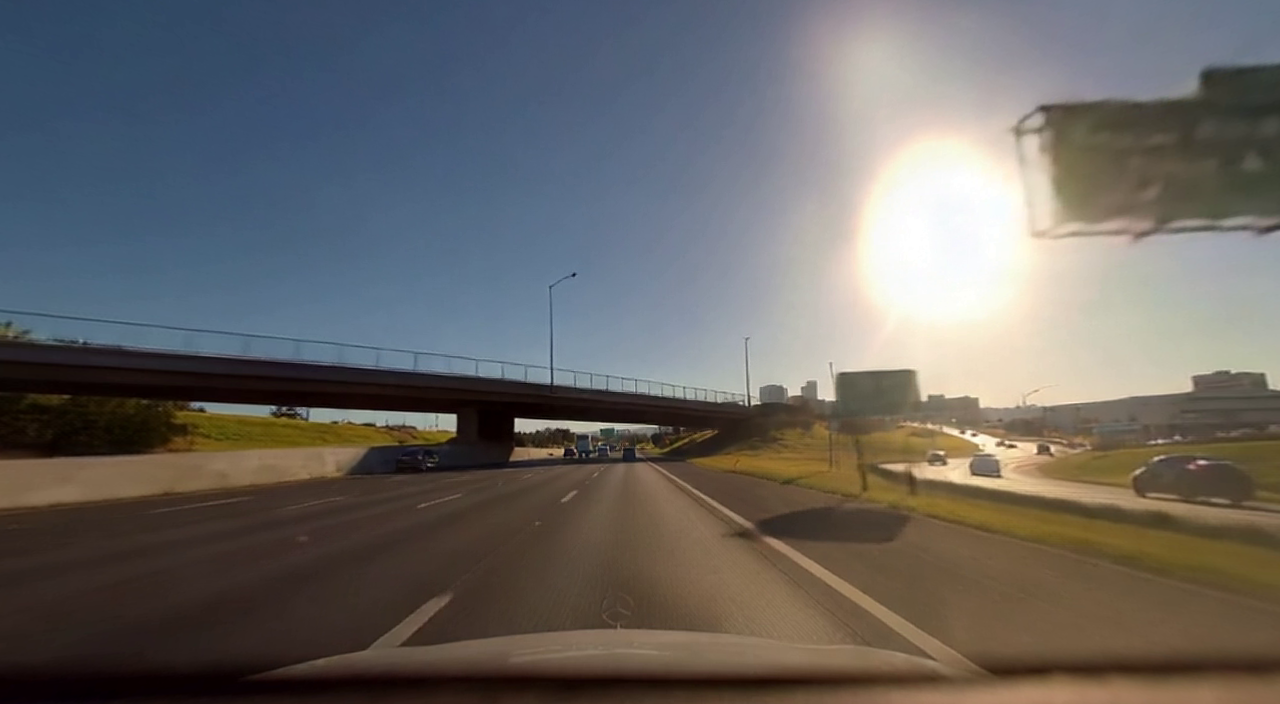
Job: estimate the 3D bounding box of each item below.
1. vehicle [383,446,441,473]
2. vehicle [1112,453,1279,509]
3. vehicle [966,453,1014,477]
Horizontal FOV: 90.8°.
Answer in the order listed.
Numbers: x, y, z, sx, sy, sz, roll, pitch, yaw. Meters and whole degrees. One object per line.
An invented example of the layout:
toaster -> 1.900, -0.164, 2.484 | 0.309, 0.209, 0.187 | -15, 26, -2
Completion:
vehicle -> -14.442, 6.828, 40.312 | 2.057, 1.619, 4.443 | 0, -9, 0
vehicle -> 20.620, 4.802, 23.827 | 2.172, 1.778, 5.085 | 1, -10, 8
vehicle -> 26.938, 8.684, 48.801 | 2.356, 1.643, 4.254 | -2, -9, 17
